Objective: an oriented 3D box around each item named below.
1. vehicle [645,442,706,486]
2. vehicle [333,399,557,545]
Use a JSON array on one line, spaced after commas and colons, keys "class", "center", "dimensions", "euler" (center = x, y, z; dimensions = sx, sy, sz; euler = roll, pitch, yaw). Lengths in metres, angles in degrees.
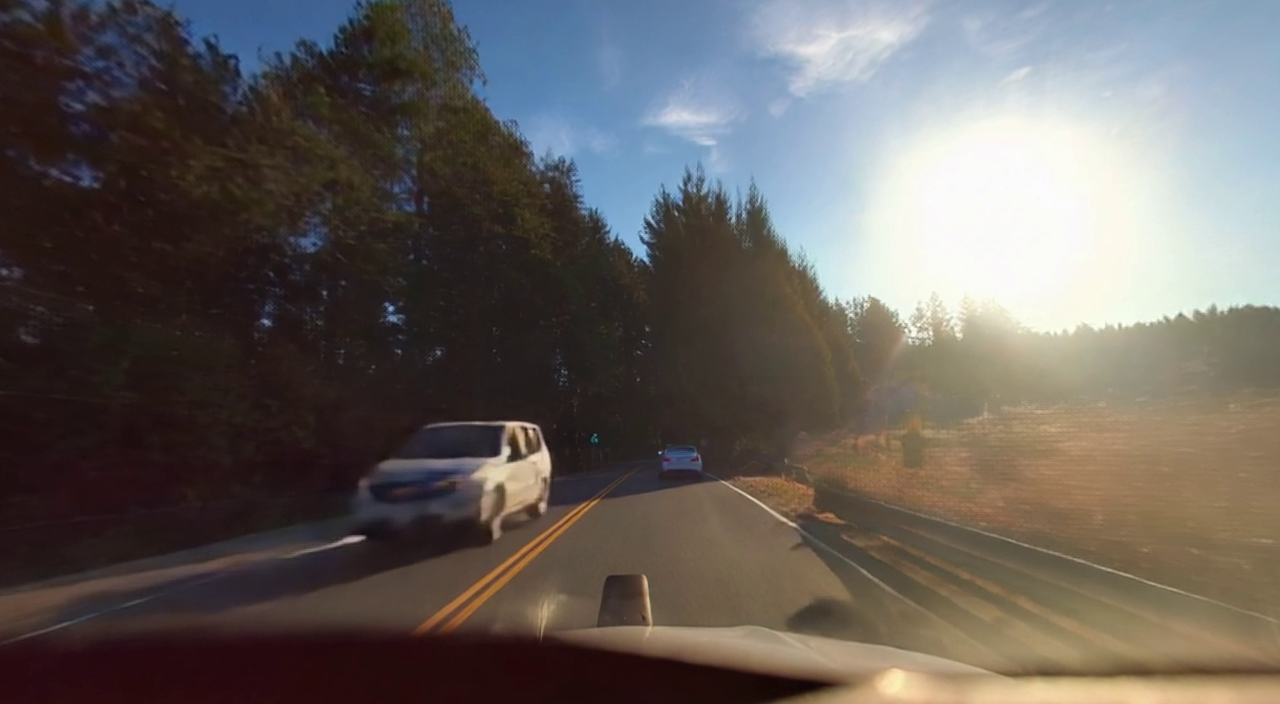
[{"class": "vehicle", "center": [1.389, 4.476, 25.572], "dimensions": [2.274, 1.583, 4.349], "euler": [0, -8, 2]}, {"class": "vehicle", "center": [-2.957, 1.951, 10.835], "dimensions": [2.291, 1.975, 4.308], "euler": [0, -8, 2]}]
